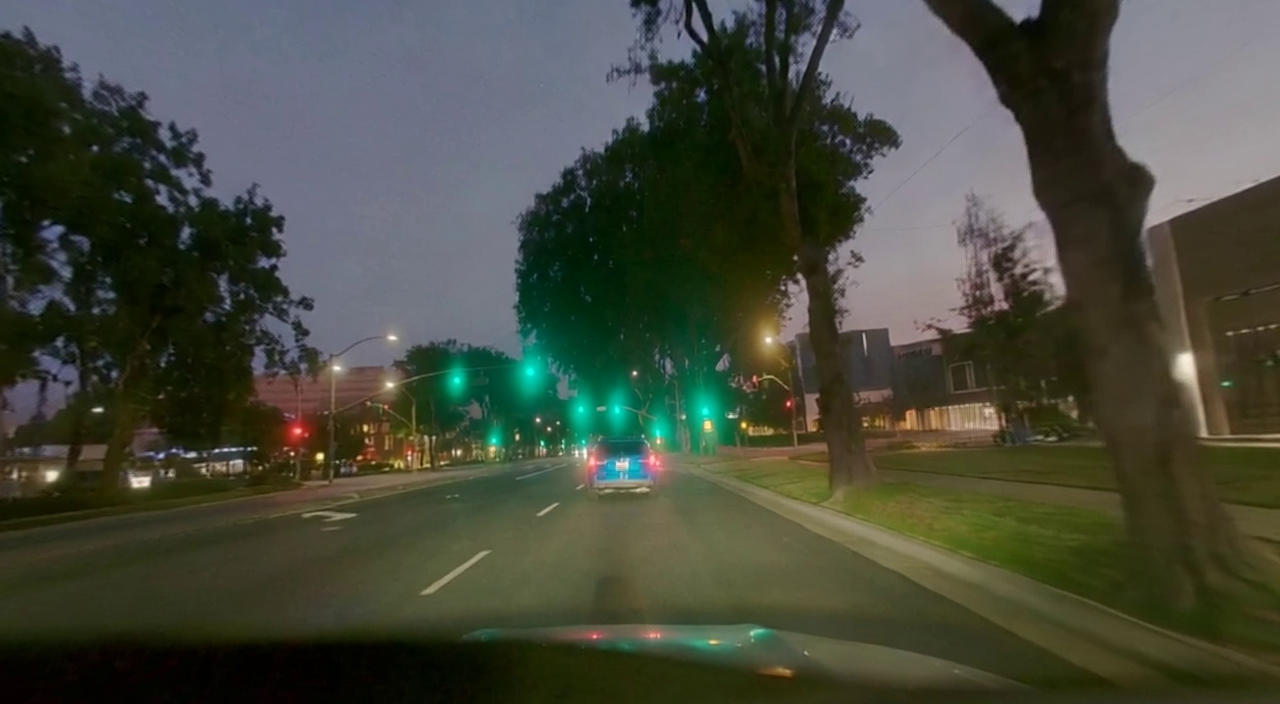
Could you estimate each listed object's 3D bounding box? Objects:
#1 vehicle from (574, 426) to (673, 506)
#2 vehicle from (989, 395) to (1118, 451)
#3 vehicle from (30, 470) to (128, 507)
[{"bbox_3d":[-0.389,2.757,15.747,2.136,1.703,3.910,0,-8,-1],"label":"vehicle"},{"bbox_3d":[16.378,2.921,25.439,2.039,1.990,5.111,-1,-8,5],"label":"vehicle"},{"bbox_3d":[-28.553,6.922,32.319,1.771,1.435,4.144,-7,-9,-9],"label":"vehicle"}]
